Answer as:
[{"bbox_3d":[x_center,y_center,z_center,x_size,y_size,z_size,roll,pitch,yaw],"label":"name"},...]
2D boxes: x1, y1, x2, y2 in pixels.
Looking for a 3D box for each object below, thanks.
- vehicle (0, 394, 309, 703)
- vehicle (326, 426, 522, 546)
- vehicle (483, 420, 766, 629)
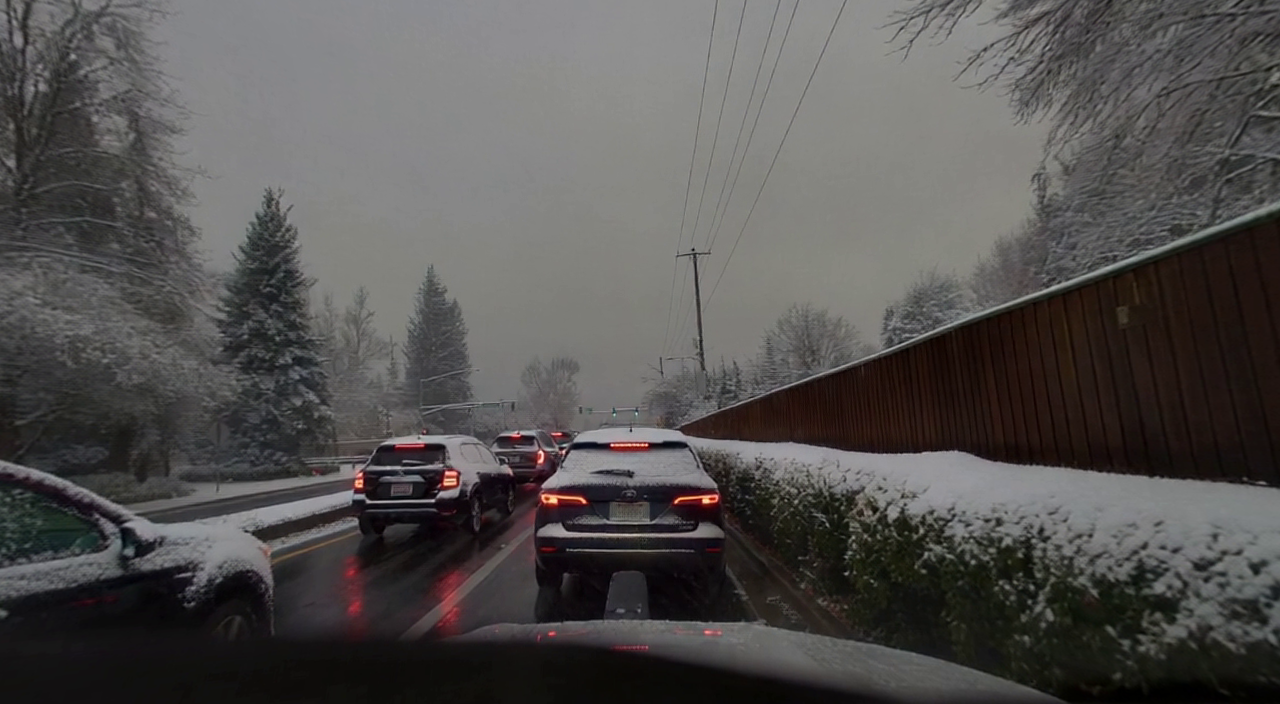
[{"bbox_3d":[-3.078,0.836,1.579,1.980,1.520,4.636,0,-8,0],"label":"vehicle"},{"bbox_3d":[-3.224,2.061,10.261,1.850,1.582,3.688,0,-8,0],"label":"vehicle"},{"bbox_3d":[-0.136,1.513,6.455,1.995,1.460,3.865,0,-8,-1],"label":"vehicle"}]
